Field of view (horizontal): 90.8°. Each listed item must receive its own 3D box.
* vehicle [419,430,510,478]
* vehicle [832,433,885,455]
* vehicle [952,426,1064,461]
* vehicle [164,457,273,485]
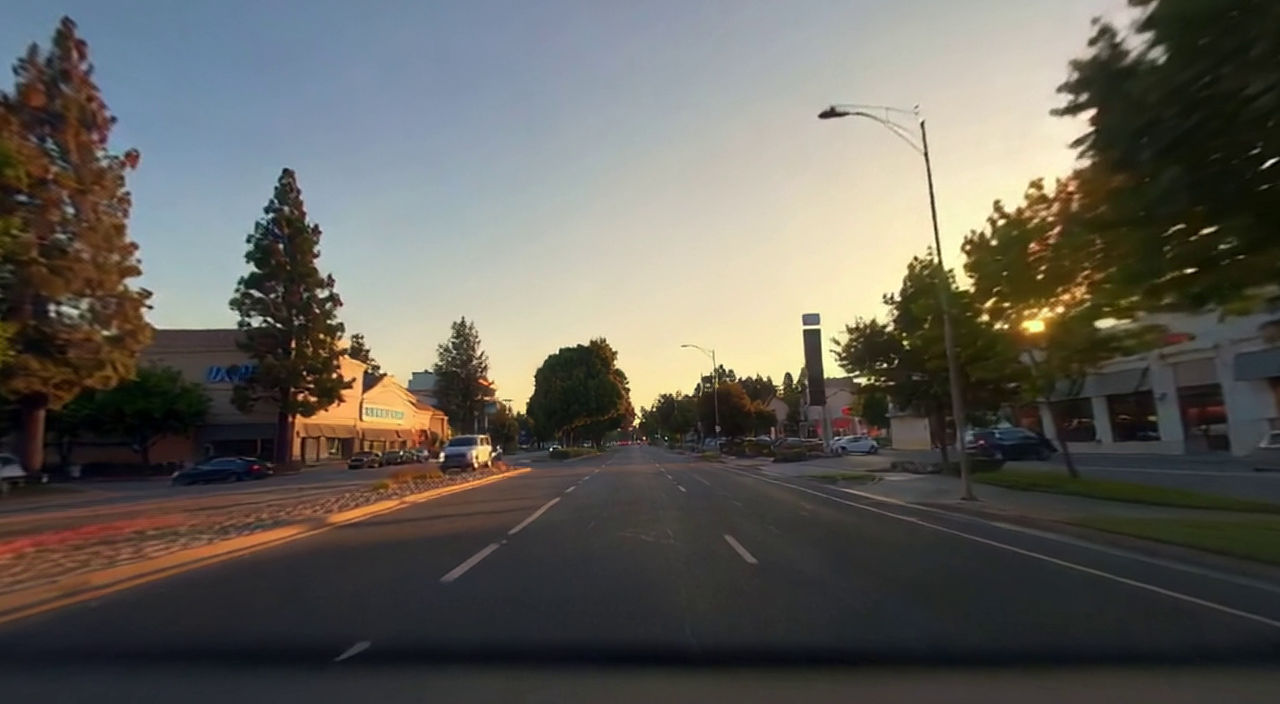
[{"bbox_3d":[-7.616,4.516,28.250,2.452,1.905,6.188,0,-8,-1],"label":"vehicle"},{"bbox_3d":[16.830,7.102,48.554,4.277,1.605,1.920,7,-11,-41],"label":"vehicle"},{"bbox_3d":[16.747,4.164,28.750,4.647,1.514,1.891,4,-9,-23],"label":"vehicle"},{"bbox_3d":[-23.136,6.537,34.820,4.578,1.448,1.904,0,-8,-2],"label":"vehicle"}]
